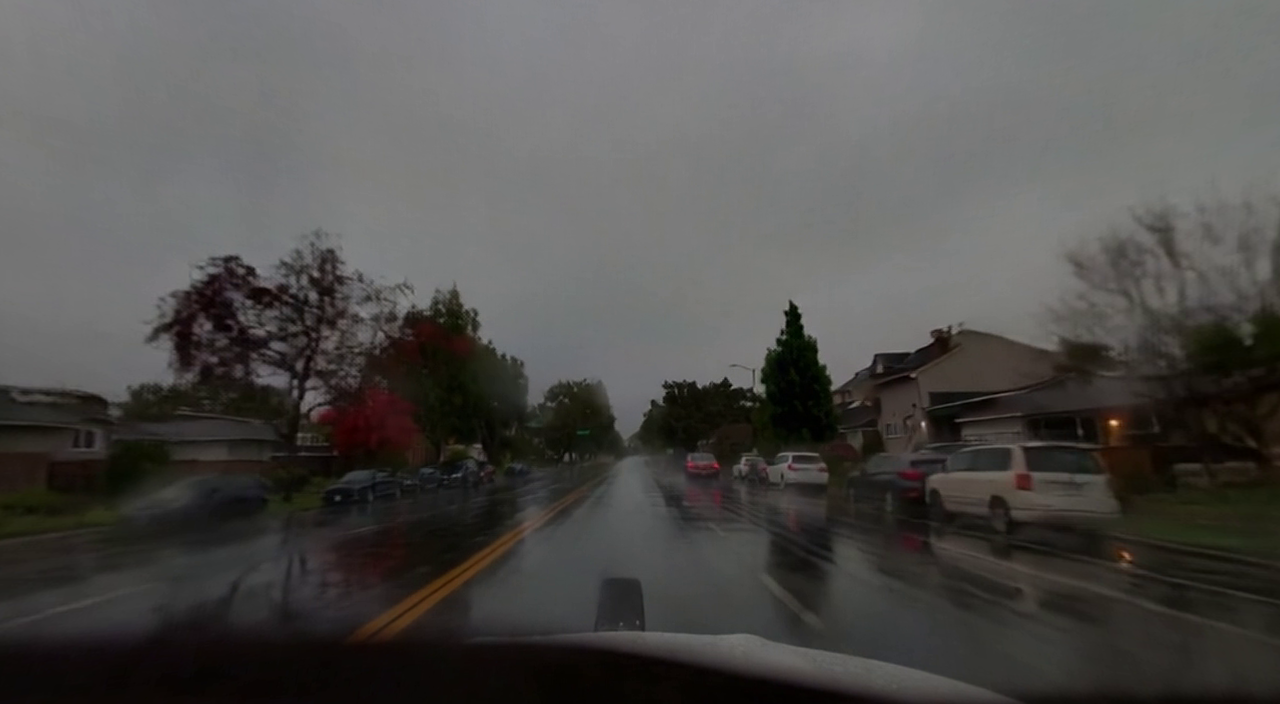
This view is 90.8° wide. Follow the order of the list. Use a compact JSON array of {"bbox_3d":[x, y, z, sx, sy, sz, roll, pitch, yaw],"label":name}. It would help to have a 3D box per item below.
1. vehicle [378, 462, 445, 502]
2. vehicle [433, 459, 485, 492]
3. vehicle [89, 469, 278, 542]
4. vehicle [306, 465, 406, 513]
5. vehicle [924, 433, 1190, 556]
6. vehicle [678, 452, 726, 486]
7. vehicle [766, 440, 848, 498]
[{"bbox_3d":[-11.652,6.619,32.513,1.921,1.770,4.265,0,-8,-1],"label":"vehicle"},{"bbox_3d":[-11.536,7.859,40.587,2.049,1.848,4.693,0,-8,-1],"label":"vehicle"},{"bbox_3d":[-11.736,3.931,16.713,1.809,1.476,4.423,0,-8,-3],"label":"vehicle"},{"bbox_3d":[-11.813,5.691,26.729,1.888,1.668,5.052,0,-8,0],"label":"vehicle"},{"bbox_3d":[7.534,2.552,12.177,1.873,1.867,4.673,0,-8,0],"label":"vehicle"},{"bbox_3d":[3.232,6.176,33.768,1.951,1.620,4.582,0,-8,-2],"label":"vehicle"},{"bbox_3d":[7.213,5.087,27.942,2.081,2.286,4.941,0,-8,-2],"label":"vehicle"}]
